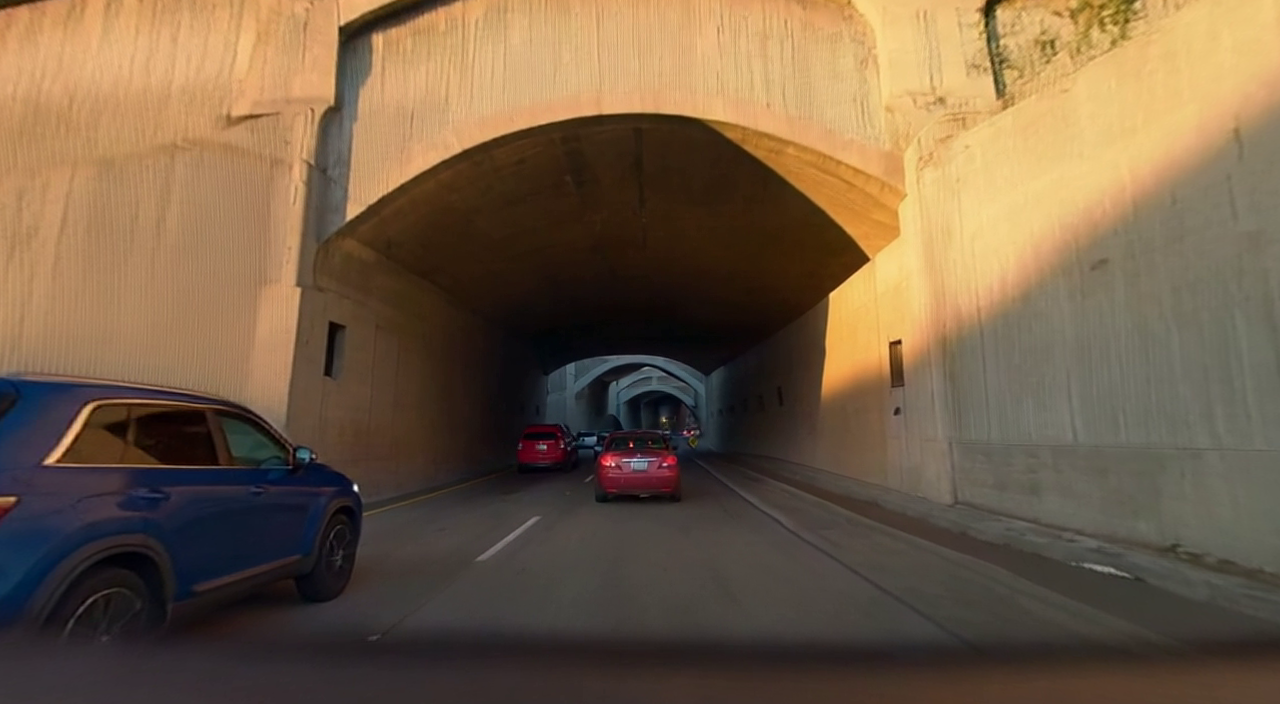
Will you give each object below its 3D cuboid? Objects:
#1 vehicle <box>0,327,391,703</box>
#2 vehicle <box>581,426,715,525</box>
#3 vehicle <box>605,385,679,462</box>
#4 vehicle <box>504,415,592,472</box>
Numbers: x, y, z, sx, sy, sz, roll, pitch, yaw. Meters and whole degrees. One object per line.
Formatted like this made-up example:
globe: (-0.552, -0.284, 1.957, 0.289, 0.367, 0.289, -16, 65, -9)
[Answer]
vehicle: (-3.555, 1.013, 4.006, 2.017, 1.761, 4.572, 0, -8, 1)
vehicle: (0.086, 2.171, 11.643, 2.020, 1.478, 4.092, 0, -8, -1)
vehicle: (0.117, 3.565, 30.268, 2.948, 3.096, 9.492, 0, -8, 1)
vehicle: (-3.394, 3.570, 24.585, 2.329, 1.948, 5.800, -1, -8, 2)
